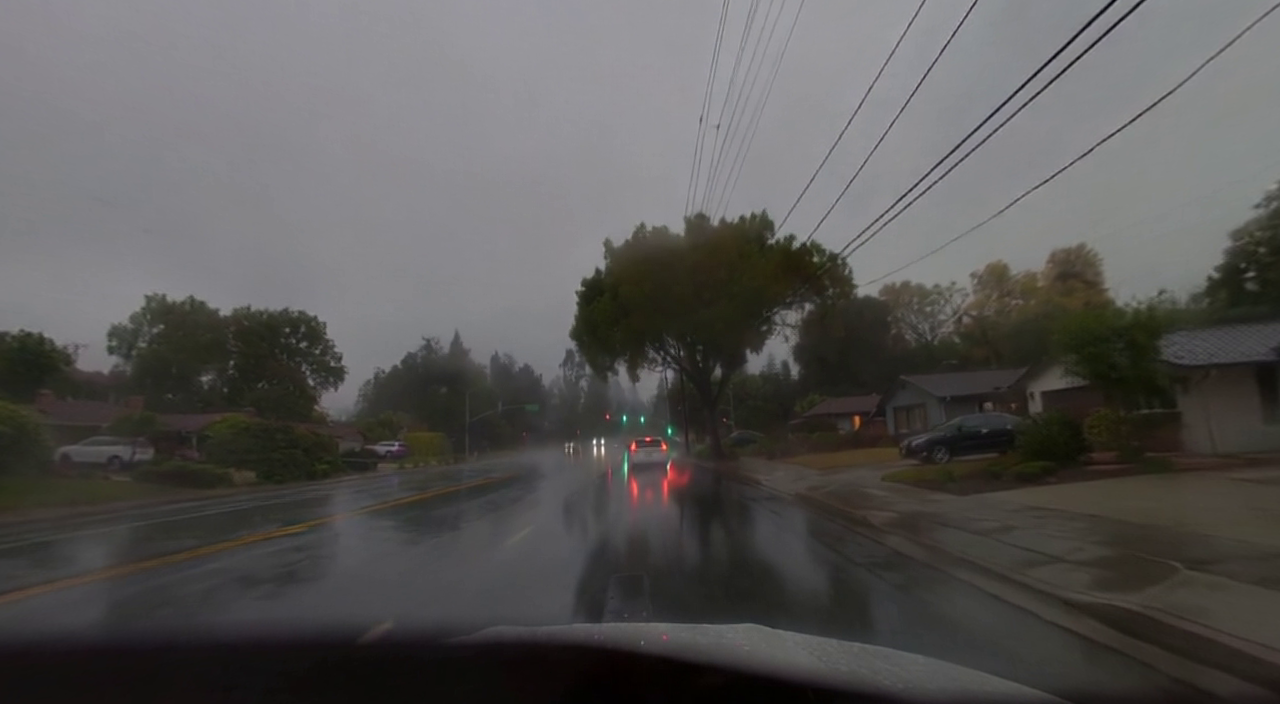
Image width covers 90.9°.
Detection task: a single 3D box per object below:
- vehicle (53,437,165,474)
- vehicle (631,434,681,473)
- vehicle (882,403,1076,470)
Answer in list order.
[{"bbox_3d":[-28.372,5.487,33.666,5.100,1.864,2.490,-4,-9,25],"label":"vehicle"},{"bbox_3d":[0.684,4.563,28.342,2.088,1.607,3.903,0,-9,1],"label":"vehicle"},{"bbox_3d":[10.288,2.611,19.400,4.746,1.485,1.916,-6,-8,0],"label":"vehicle"}]
